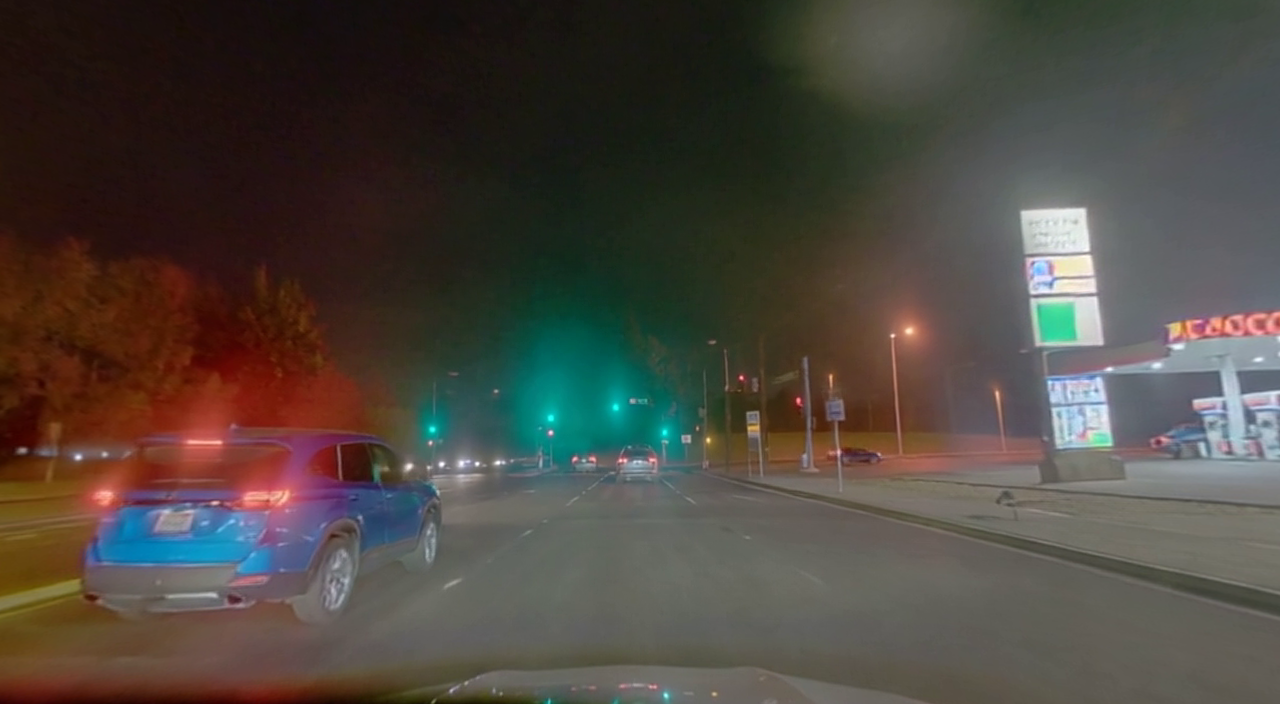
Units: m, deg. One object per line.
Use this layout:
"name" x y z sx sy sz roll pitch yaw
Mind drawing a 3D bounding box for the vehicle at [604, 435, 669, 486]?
"vehicle" -0.211 4.705 27.546 2.552 1.999 5.498 0 -9 -1

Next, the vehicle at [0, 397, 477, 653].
"vehicle" -3.535 1.558 6.824 2.247 1.734 4.919 0 -9 -1

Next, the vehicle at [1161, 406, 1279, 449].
"vehicle" 28.090 3.599 29.654 5.102 1.893 2.120 0 -9 -1
